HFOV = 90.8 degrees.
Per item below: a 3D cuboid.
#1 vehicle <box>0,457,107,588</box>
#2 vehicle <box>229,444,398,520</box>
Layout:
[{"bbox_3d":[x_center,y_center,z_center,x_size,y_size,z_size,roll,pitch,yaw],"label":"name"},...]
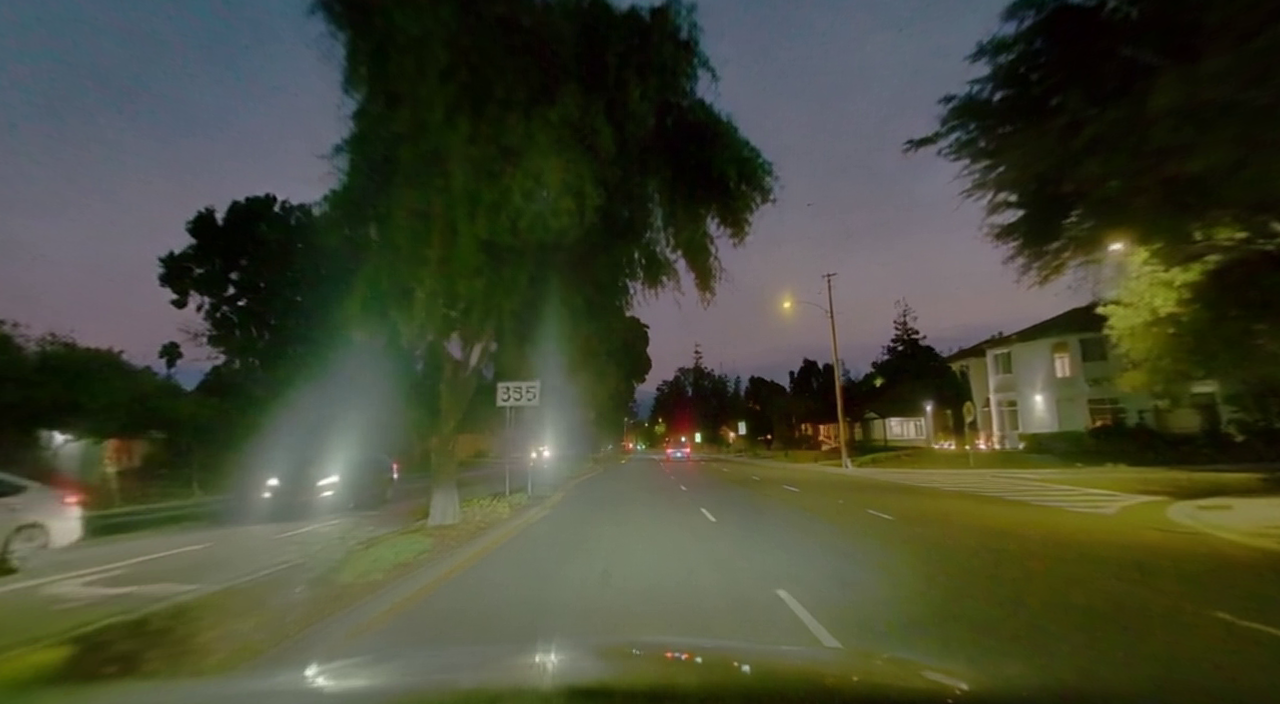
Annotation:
[{"bbox_3d":[-8.403,1.867,6.484,1.939,1.469,4.465,0,-9,0],"label":"vehicle"},{"bbox_3d":[-8.472,3.369,17.010,2.054,1.746,4.507,0,-9,1],"label":"vehicle"}]
